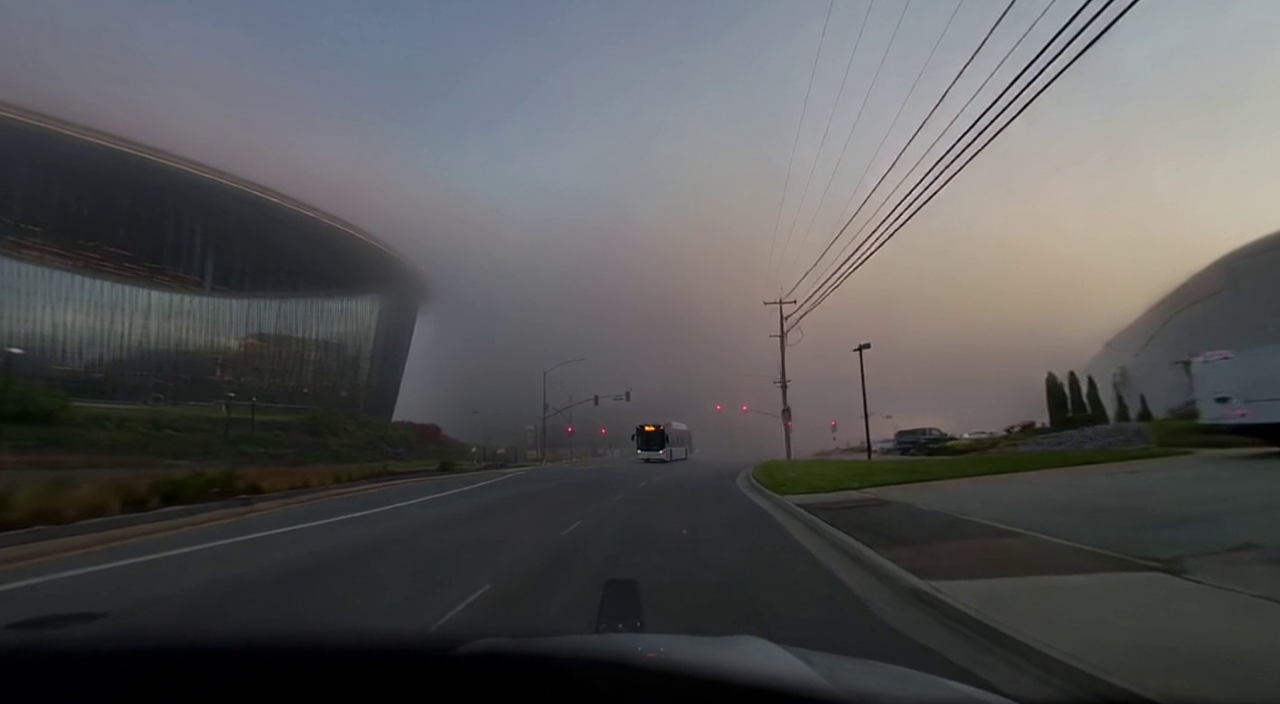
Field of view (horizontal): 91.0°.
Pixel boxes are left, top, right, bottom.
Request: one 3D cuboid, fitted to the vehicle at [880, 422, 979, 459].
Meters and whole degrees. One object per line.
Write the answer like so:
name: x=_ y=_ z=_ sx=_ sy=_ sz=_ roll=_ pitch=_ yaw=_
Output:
vehicle: x=16.719 y=5.177 z=36.599 sx=4.647 sy=1.951 sz=2.304 roll=-3 pitch=-10 yaw=10
